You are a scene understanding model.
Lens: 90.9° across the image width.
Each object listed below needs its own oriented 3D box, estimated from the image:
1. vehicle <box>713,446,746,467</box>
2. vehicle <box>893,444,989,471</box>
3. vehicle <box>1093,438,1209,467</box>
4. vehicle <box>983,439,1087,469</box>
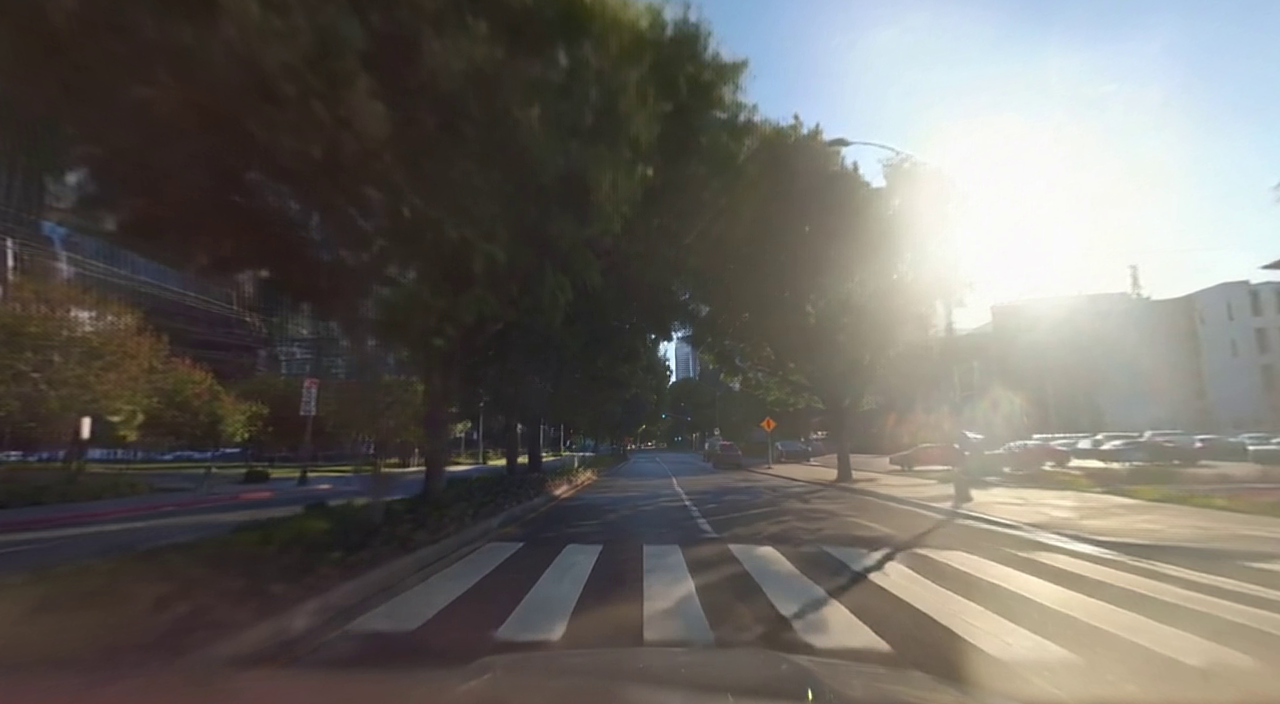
[{"bbox_3d":[6.915,8.098,49.135,1.948,1.511,4.623,0,-9,1],"label":"vehicle"},{"bbox_3d":[16.323,5.716,34.304,4.276,1.397,1.786,0,-9,1],"label":"vehicle"},{"bbox_3d":[27.415,5.392,33.889,4.560,1.444,1.929,-1,-8,-1],"label":"vehicle"},{"bbox_3d":[21.244,5.462,33.998,4.333,1.491,1.744,-1,-8,1],"label":"vehicle"}]
